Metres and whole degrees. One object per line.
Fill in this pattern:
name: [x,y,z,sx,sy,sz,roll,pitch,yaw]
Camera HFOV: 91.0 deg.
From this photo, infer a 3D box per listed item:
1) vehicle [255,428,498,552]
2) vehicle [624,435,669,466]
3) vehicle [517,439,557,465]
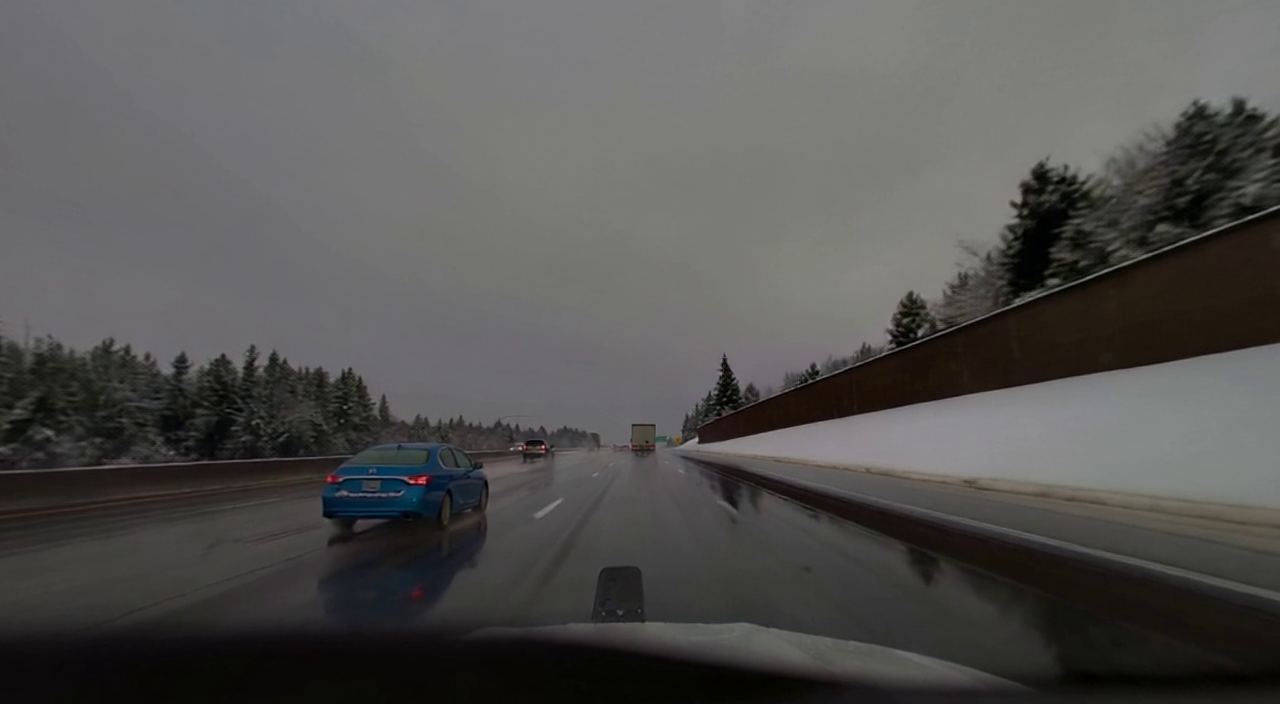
vehicle: [-3.778,2.045,10.058,2.000,1.512,4.371,0,-9,0]
vehicle: [0.339,6.631,42.485,2.856,1.994,4.931,0,-9,-1]
vehicle: [-7.421,7.228,45.684,2.068,1.757,4.611,0,-8,0]
